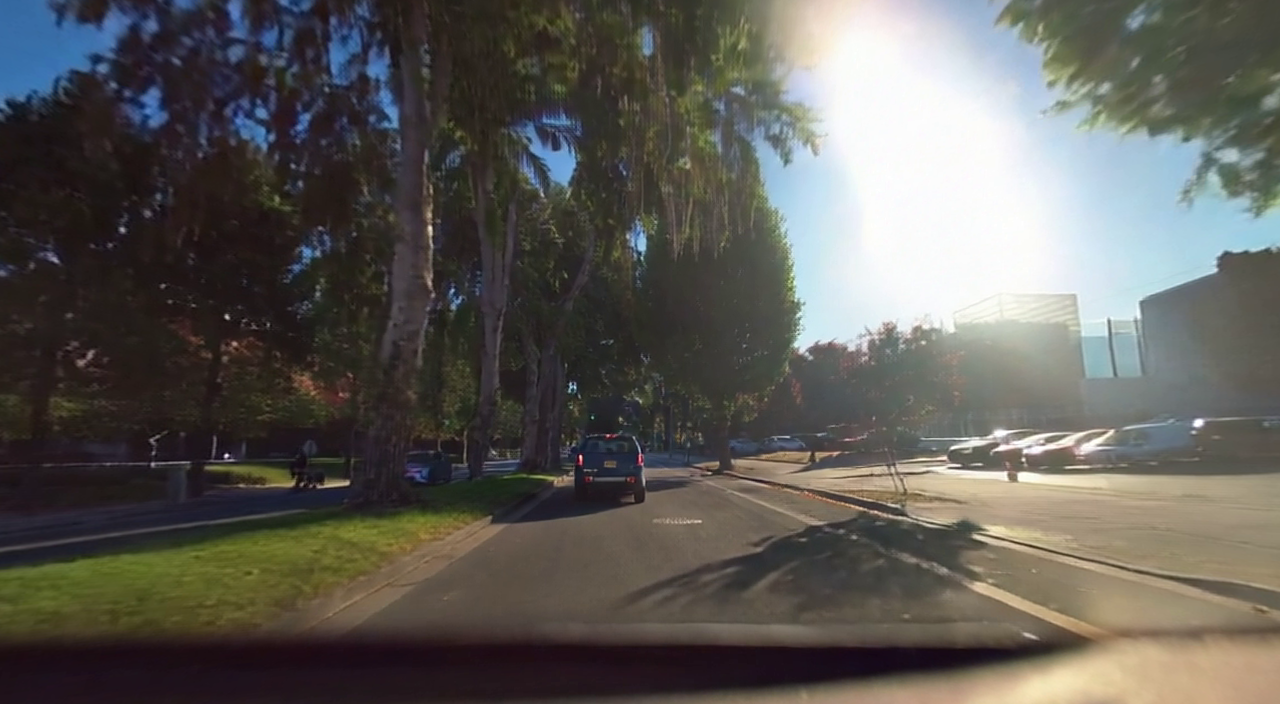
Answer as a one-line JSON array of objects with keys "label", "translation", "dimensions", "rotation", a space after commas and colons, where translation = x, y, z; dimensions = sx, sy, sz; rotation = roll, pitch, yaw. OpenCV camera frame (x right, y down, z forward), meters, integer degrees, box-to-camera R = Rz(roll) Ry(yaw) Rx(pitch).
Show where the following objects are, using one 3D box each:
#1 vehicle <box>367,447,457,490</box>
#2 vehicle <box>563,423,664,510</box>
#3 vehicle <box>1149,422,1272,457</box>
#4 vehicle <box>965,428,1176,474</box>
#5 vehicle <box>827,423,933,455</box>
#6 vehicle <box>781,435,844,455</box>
[{"label": "vehicle", "translation": [-8.958, 4.587, 25.292], "dimensions": [2.027, 1.493, 4.707], "rotation": [0, -8, -2]}, {"label": "vehicle", "translation": [-0.618, 2.874, 16.428], "dimensions": [2.157, 1.816, 5.804], "rotation": [0, -8, -1]}, {"label": "vehicle", "translation": [25.492, 3.975, 28.449], "dimensions": [1.816, 1.452, 3.934], "rotation": [0, -8, 0]}, {"label": "vehicle", "translation": [14.280, 3.319, 21.274], "dimensions": [5.344, 1.440, 2.318], "rotation": [0, -9, 2]}, {"label": "vehicle", "translation": [12.945, 4.740, 34.346], "dimensions": [4.788, 1.625, 2.319], "rotation": [0, -8, -3]}, {"label": "vehicle", "translation": [12.783, 6.947, 47.041], "dimensions": [4.090, 1.433, 1.983], "rotation": [0, -8, 1]}]
